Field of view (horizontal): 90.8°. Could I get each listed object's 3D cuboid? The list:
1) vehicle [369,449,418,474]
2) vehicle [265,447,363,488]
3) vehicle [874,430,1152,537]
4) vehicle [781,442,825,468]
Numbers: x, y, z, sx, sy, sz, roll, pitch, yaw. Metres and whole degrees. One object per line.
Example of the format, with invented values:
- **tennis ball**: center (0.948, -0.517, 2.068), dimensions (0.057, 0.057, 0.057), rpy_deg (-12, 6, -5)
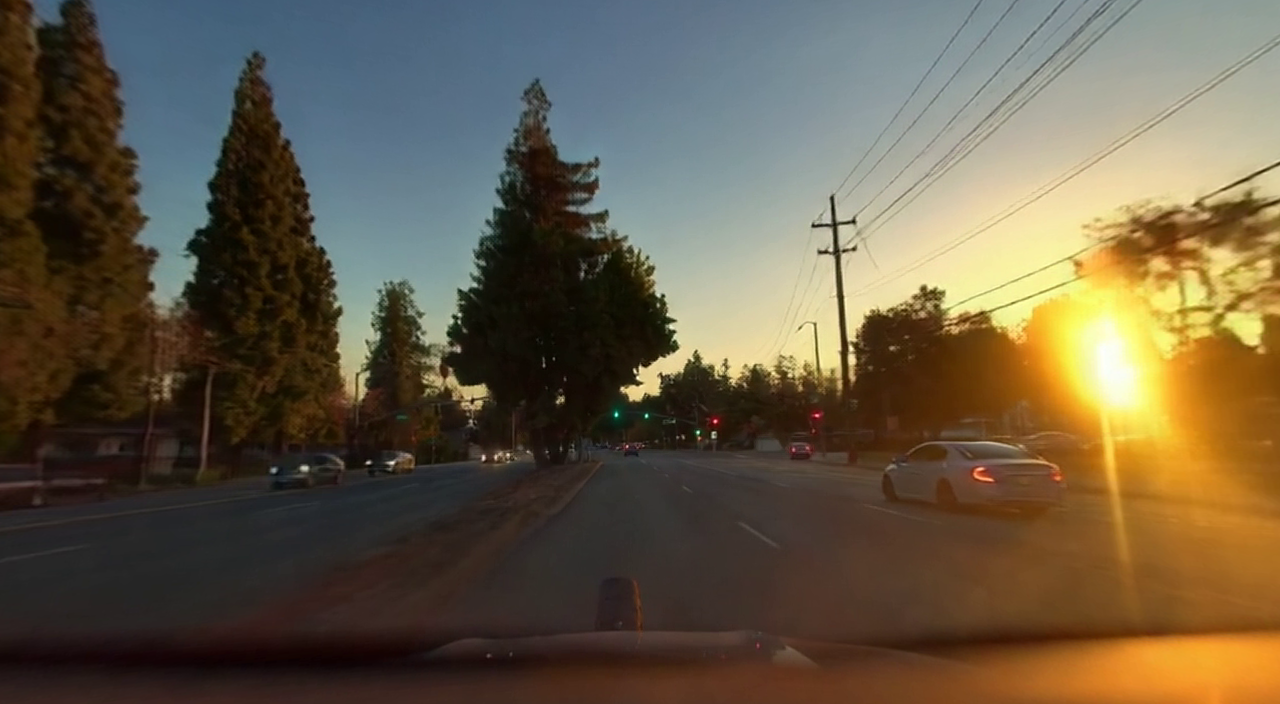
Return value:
- **vehicle**: center (-18.675, 8.302, 48.060), dimensions (1.982, 1.728, 4.552), rpy_deg (0, -9, -2)
- **vehicle**: center (-14.333, 5.064, 28.118), dimensions (2.060, 1.681, 4.418), rpy_deg (0, -9, -1)
- **vehicle**: center (6.276, 2.246, 11.513), dimensions (2.113, 1.520, 4.650), rpy_deg (0, -9, -2)
- **vehicle**: center (10.754, 6.831, 42.010), dimensions (1.979, 1.581, 4.271), rpy_deg (-1, -9, 3)
